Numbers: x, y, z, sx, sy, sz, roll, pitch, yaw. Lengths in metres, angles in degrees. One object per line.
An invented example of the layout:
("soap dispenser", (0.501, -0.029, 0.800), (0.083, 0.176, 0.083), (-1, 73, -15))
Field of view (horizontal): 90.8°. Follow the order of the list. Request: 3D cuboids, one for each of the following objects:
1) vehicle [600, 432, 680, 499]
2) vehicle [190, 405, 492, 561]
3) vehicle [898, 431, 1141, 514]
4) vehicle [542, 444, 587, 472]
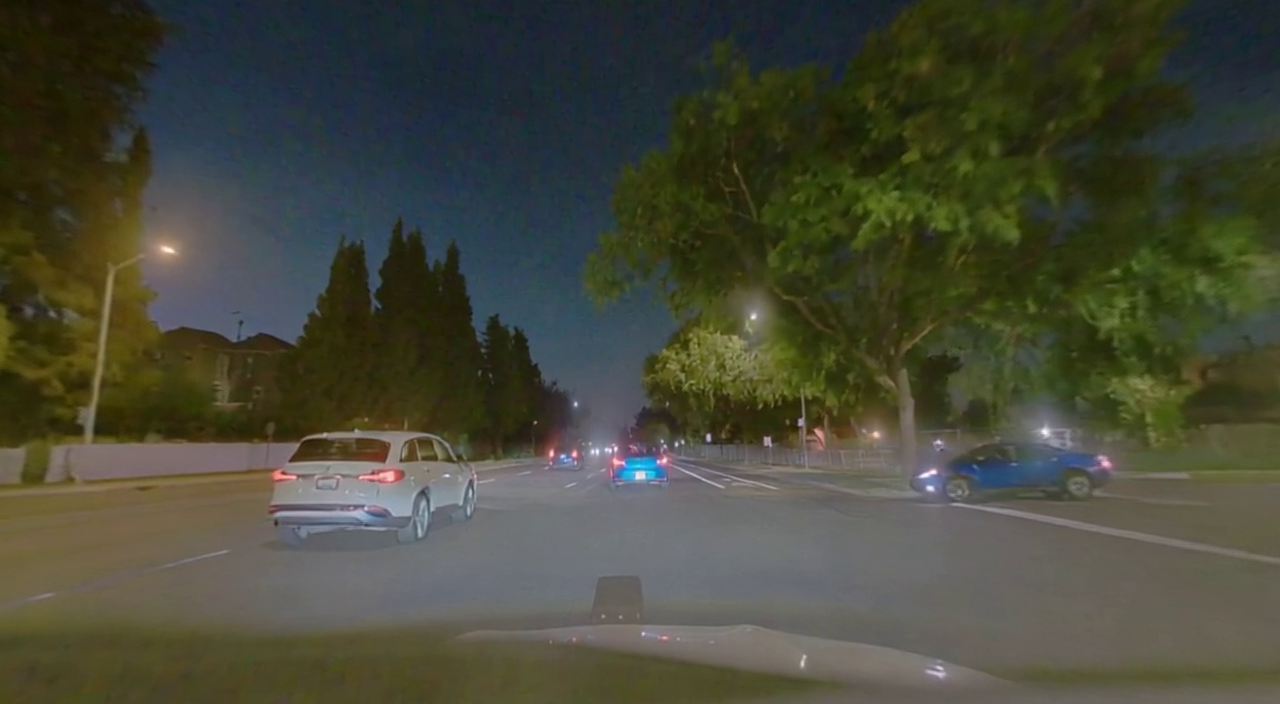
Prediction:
("vehicle", (-0.018, 3.408, 19.374), (2.131, 1.761, 4.242), (1, -9, 0))
("vehicle", (-3.985, 1.849, 9.616), (2.243, 1.722, 4.621), (1, -9, 1))
("vehicle", (8.877, 2.837, 15.133), (4.497, 1.743, 1.983), (1, -9, 1))
("vehicle", (-4.346, 6.170, 37.075), (2.014, 1.493, 4.658), (1, -9, 0))
